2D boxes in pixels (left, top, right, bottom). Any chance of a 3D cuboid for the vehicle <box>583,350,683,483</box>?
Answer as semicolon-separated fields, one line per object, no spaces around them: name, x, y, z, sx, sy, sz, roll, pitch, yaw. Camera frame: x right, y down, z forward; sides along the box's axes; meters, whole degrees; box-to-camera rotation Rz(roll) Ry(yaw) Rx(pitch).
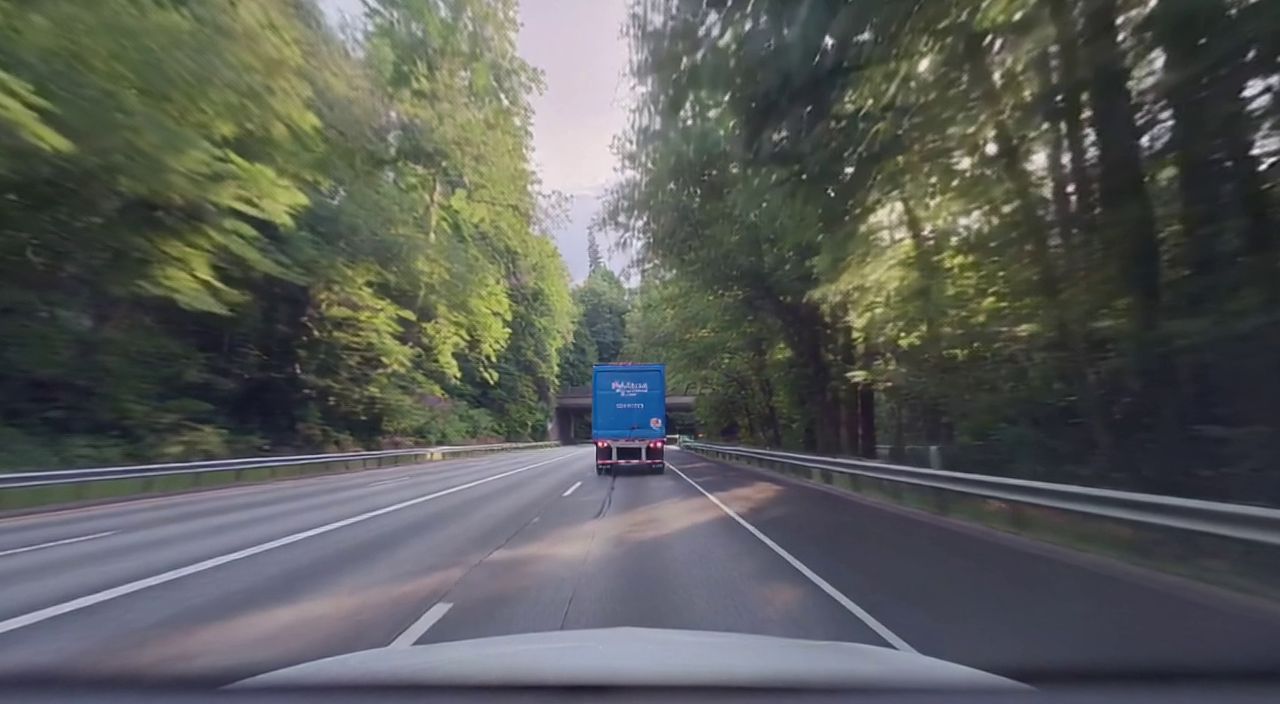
vehicle;-0.418;2.540;23.580;2.895;3.861;10.213;0;-8;-2
